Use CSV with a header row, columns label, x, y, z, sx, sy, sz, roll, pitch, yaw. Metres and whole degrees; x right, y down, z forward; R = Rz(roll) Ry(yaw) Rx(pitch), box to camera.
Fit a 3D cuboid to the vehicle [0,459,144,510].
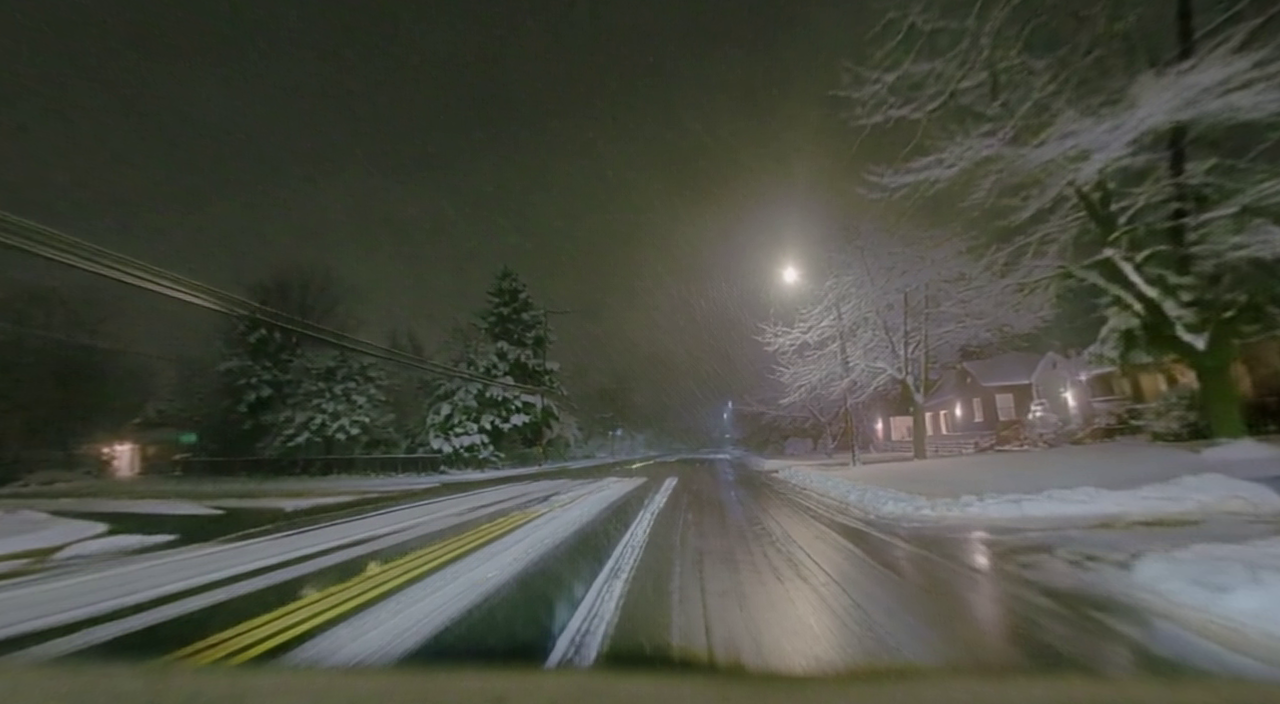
label,x,y,z,sx,sy,sz,roll,pitch,yaw
vehicle,-19.674,4.475,21.375,4.270,1.481,1.972,-3,-9,8
